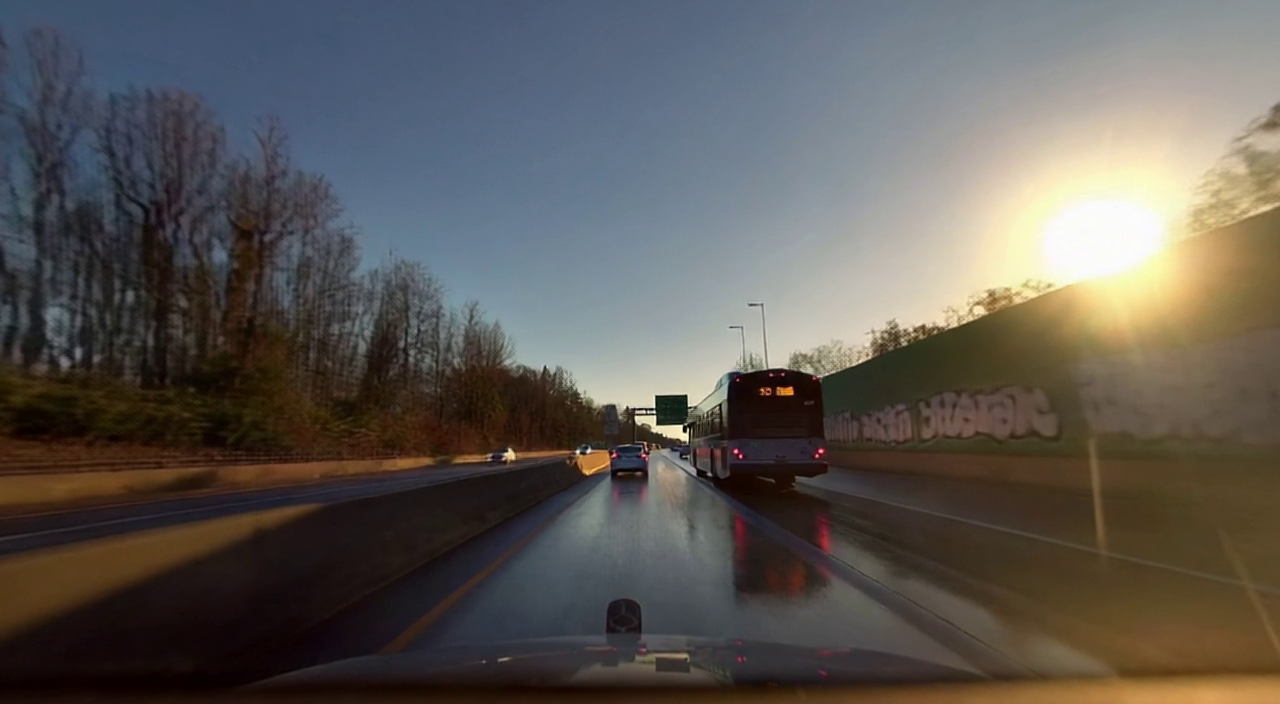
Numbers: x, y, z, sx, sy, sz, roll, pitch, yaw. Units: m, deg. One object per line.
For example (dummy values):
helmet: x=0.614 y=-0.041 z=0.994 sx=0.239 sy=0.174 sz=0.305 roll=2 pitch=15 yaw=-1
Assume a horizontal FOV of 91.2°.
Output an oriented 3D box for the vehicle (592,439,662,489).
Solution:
vehicle: x=-0.367 y=3.803 z=21.553 sx=2.160 sy=1.532 sz=4.073 roll=-1 pitch=-9 yaw=1

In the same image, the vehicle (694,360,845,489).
vehicle: x=4.030 y=2.912 z=23.279 sx=3.055 sy=3.479 sz=12.521 roll=-1 pitch=-9 yaw=1
